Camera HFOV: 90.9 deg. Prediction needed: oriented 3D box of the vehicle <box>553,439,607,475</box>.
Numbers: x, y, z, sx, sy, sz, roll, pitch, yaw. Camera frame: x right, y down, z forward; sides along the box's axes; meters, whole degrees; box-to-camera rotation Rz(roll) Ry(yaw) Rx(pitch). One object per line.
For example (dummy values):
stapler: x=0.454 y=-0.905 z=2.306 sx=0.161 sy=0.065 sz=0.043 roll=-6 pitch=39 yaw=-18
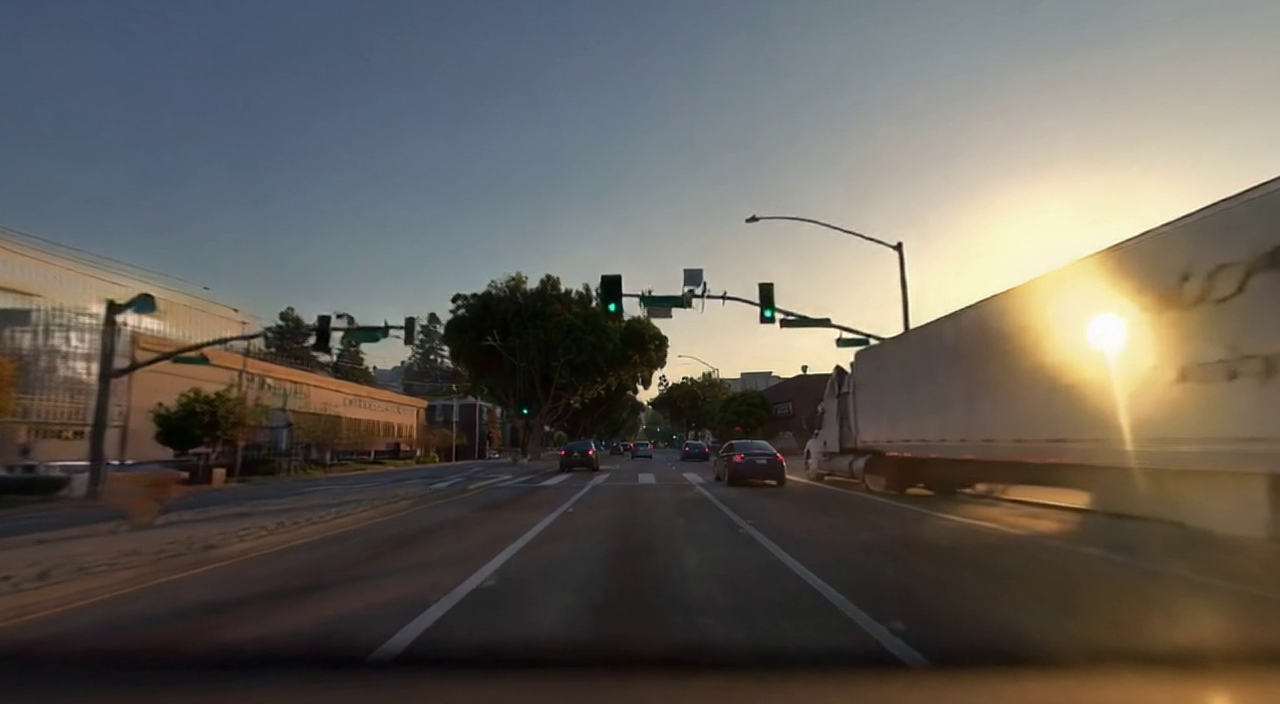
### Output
vehicle: x=-2.685 y=4.817 z=29.264 sx=2.003 sy=1.509 sz=4.396 roll=0 pitch=-8 yaw=1

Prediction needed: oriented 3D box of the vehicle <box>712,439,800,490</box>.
vehicle: x=3.595 y=3.548 z=20.333 sx=1.972 sy=1.452 sz=4.189 roll=0 pitch=-8 yaw=-1

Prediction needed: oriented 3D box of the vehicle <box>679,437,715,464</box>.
vehicle: x=3.759 y=6.600 z=42.243 sx=2.050 sy=1.683 sz=3.990 roll=0 pitch=-8 yaw=0

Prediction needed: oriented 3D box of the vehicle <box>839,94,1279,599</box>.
vehicle: x=7.184 y=0.421 z=8.596 sx=3.383 sy=4.268 sz=17.469 roll=0 pitch=-8 yaw=0
